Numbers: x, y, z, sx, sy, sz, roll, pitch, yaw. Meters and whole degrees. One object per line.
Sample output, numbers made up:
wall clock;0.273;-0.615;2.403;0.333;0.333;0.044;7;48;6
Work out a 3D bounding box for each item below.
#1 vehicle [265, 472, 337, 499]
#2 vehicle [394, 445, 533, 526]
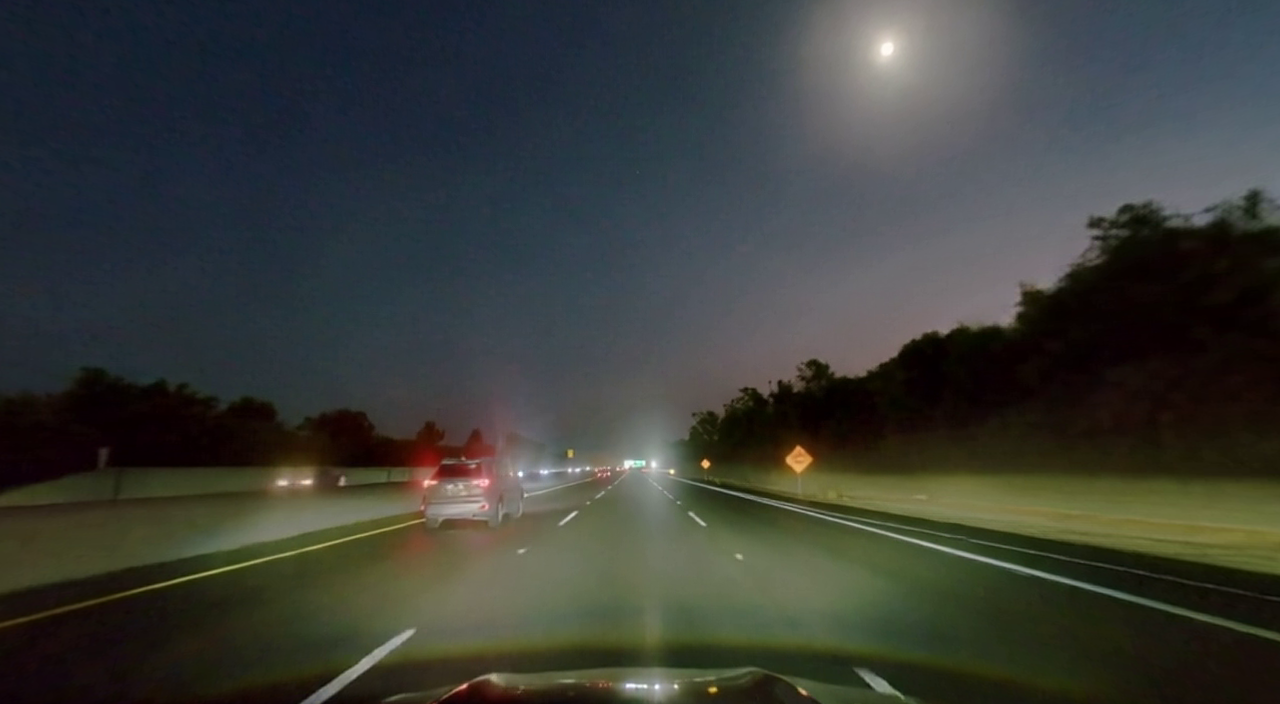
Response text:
vehicle;-20.492;8.068;38.282;2.001;1.506;4.156;1;-10;1
vehicle;-4.322;3.407;16.428;2.178;1.736;4.847;1;-10;0
